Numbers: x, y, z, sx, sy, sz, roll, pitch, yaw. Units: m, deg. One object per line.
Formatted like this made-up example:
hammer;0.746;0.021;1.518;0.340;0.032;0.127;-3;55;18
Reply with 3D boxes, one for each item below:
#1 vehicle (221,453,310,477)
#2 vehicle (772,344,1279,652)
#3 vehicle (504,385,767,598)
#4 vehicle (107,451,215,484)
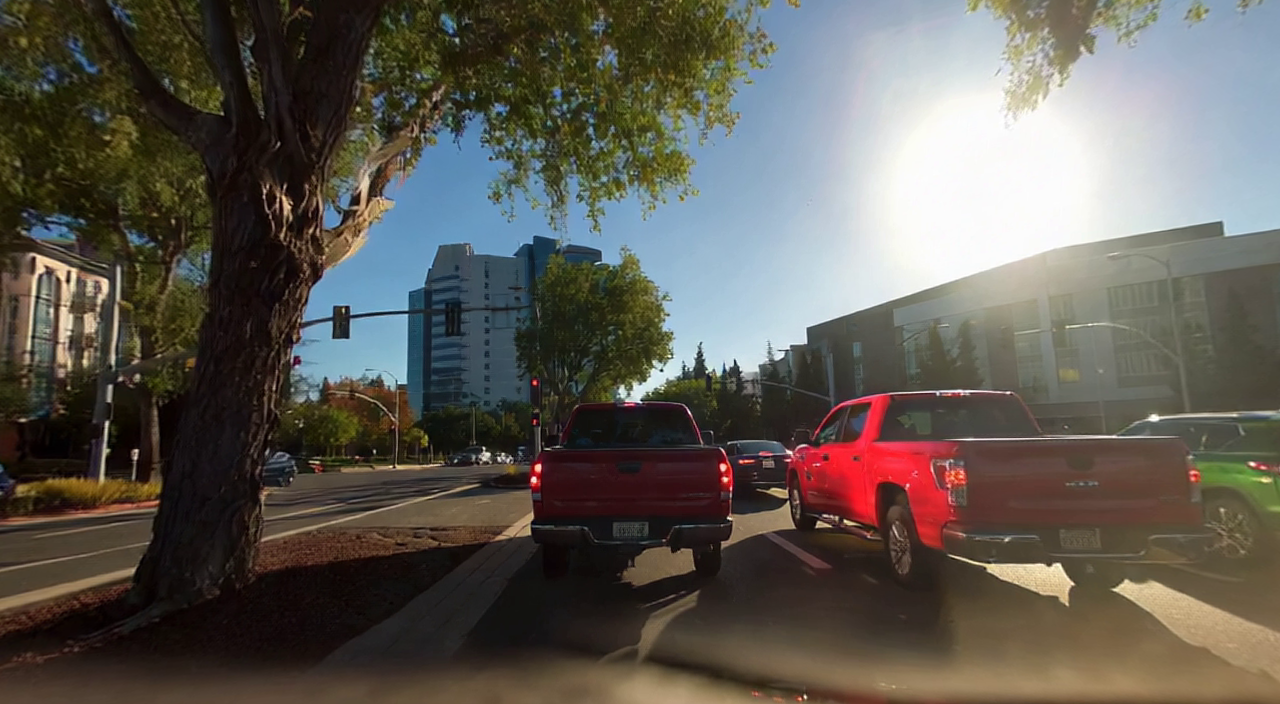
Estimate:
vehicle;-24.860;7.523;42.113;4.610;1.482;1.940;1;-9;-10
vehicle;3.312;1.333;6.922;2.412;1.953;5.682;0;-9;-1
vehicle;-0.062;1.570;8.005;2.240;1.821;5.001;0;-9;-1
vehicle;-26.378;6.334;35.018;4.437;1.669;1.936;5;-10;-30
